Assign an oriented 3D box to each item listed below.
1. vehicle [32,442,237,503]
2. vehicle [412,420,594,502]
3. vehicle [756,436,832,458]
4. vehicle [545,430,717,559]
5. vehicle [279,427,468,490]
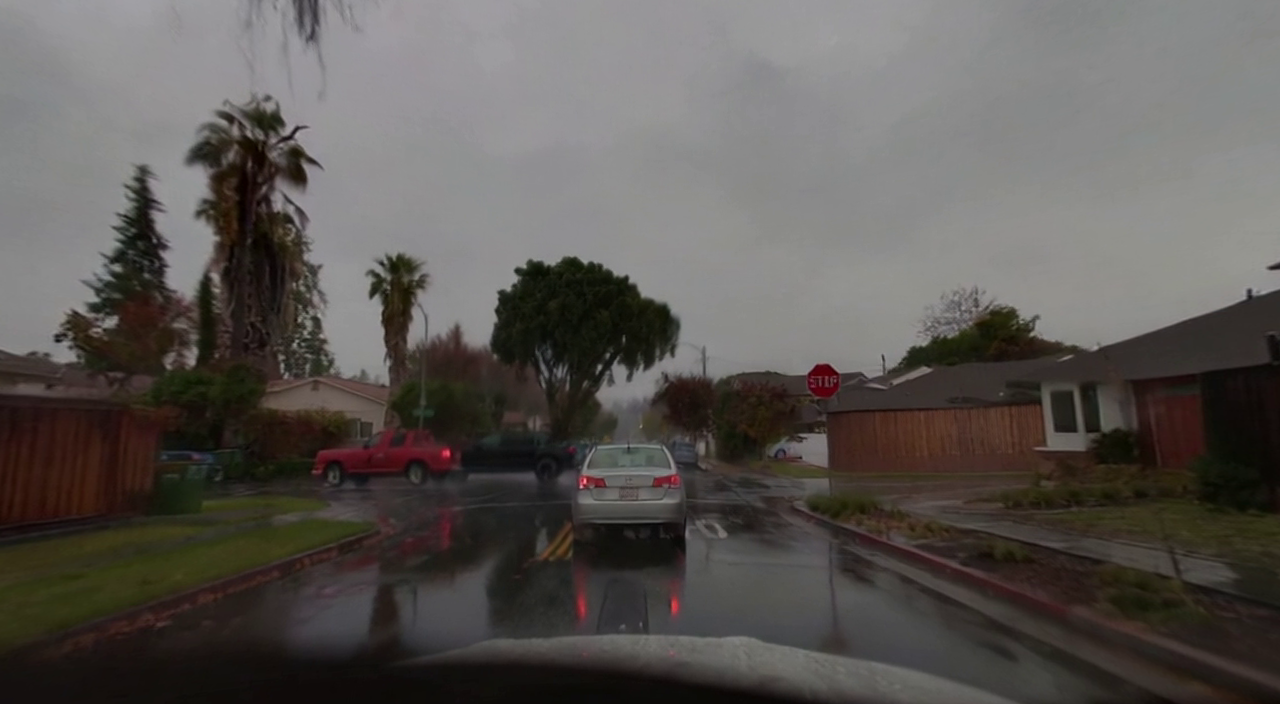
[{"bbox_3d":[-15.125,3.681,18.976,4.521,1.447,1.913,-4,-13,1],"label":"vehicle"},{"bbox_3d":[-4.505,3.411,20.039,5.941,2.187,2.730,-8,-12,43],"label":"vehicle"},{"bbox_3d":[12.040,7.470,49.317,5.379,1.731,2.080,0,-9,0],"label":"vehicle"},{"bbox_3d":[-0.112,1.993,9.493,2.010,1.499,4.107,0,-9,0],"label":"vehicle"},{"bbox_3d":[-9.695,3.832,22.868,6.308,2.057,2.353,-3,-9,20],"label":"vehicle"}]
